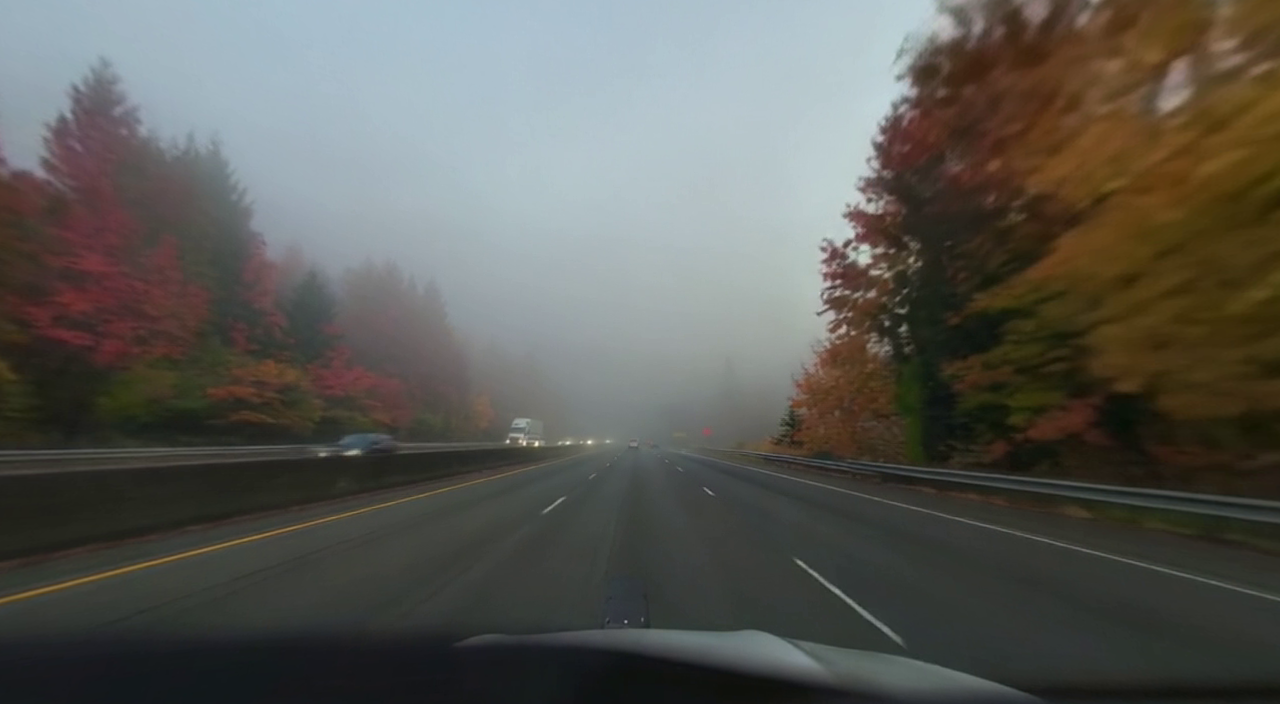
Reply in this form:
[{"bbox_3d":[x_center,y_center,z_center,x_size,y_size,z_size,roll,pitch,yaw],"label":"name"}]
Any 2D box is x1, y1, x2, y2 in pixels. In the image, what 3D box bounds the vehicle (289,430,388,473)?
[{"bbox_3d":[-11.628,3.844,24.566,1.882,1.521,3.932,0,-8,0],"label":"vehicle"}]
